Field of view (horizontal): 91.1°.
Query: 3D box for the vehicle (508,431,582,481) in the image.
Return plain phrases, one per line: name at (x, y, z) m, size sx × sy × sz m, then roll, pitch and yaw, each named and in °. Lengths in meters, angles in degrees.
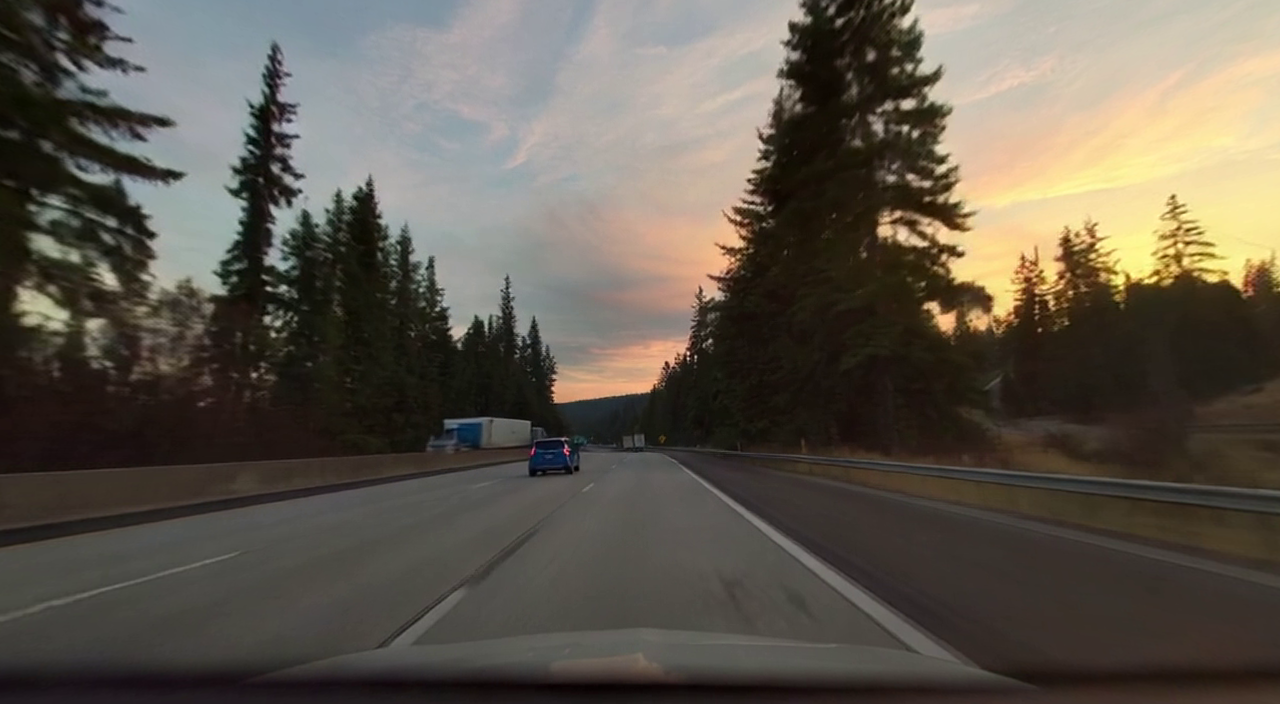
vehicle at (-3.583, 4.024, 24.625) m, size 2.084 × 1.752 × 4.479 m, roll -1°, pitch -8°, yaw 2°
